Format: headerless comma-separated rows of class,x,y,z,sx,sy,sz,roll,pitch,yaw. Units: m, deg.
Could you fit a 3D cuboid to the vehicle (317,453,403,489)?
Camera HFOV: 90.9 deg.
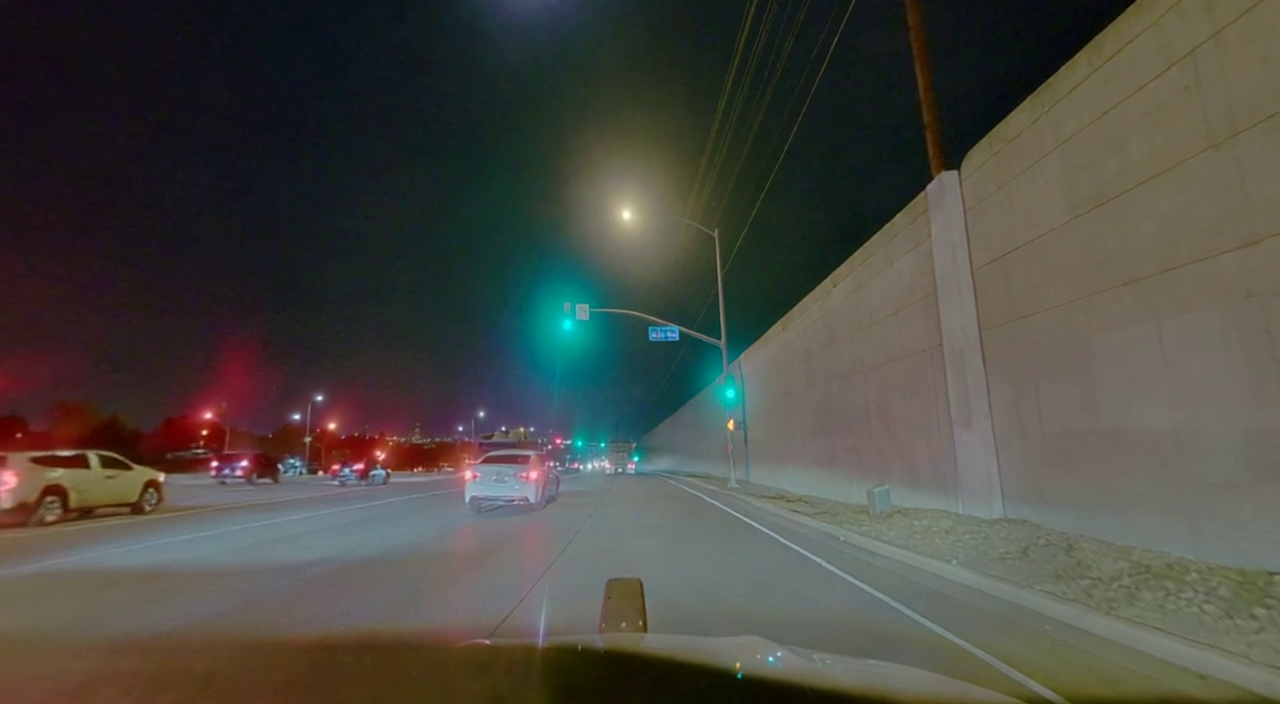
vehicle,-12.674,5.403,28.878,1.905,1.492,4.151,-1,-9,2

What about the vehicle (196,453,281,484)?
vehicle,-23.812,6.881,37.650,1.891,1.696,4.613,-1,-9,2

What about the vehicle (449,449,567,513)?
vehicle,-3.389,3.410,17.321,2.019,1.480,4.966,-1,-9,2

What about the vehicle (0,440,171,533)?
vehicle,-13.336,2.876,13.973,2.096,1.773,4.751,-1,-9,2
